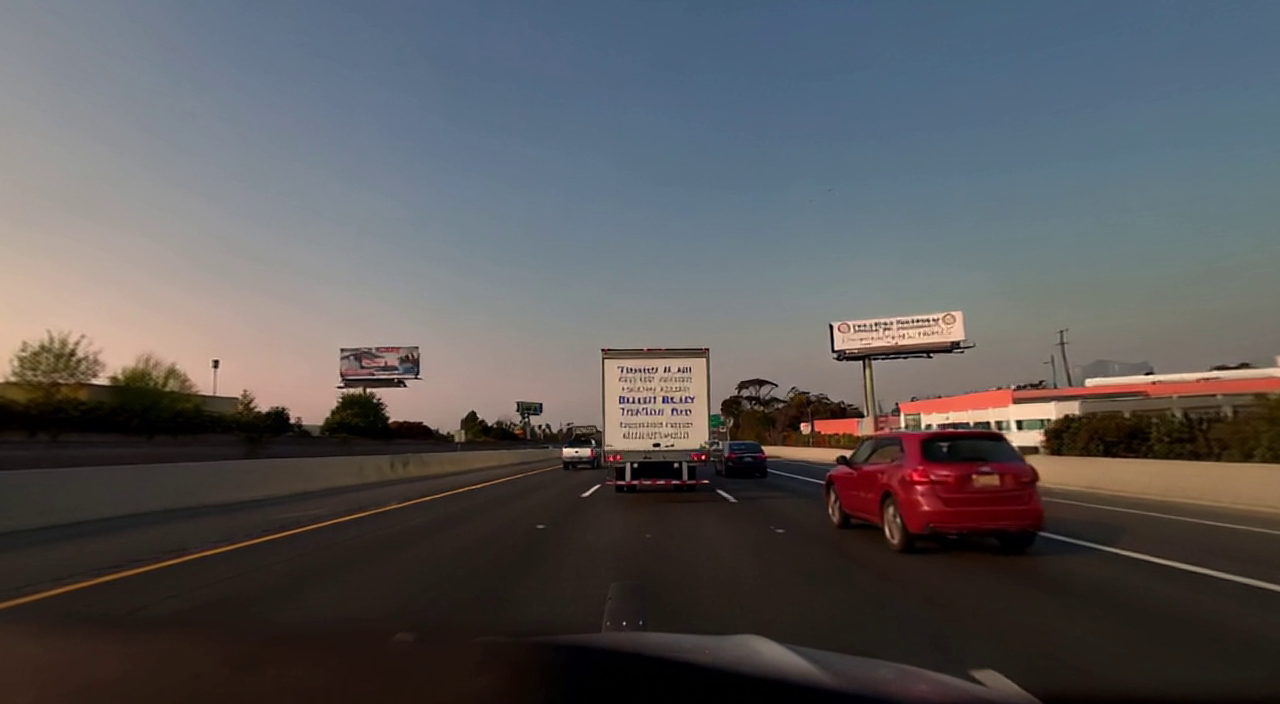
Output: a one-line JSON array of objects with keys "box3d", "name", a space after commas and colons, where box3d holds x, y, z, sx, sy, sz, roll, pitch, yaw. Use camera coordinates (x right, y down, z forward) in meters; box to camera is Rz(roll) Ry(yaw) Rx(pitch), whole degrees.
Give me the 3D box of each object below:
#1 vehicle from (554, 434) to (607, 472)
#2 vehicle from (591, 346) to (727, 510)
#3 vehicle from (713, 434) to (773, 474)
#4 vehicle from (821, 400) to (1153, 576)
[{"box3d": [-2.892, 5.029, 31.646, 2.030, 1.757, 4.509, -1, -8, 3], "name": "vehicle"}, {"box3d": [0.442, 2.124, 17.109, 2.733, 3.296, 8.571, -1, -8, 1], "name": "vehicle"}, {"box3d": [4.704, 4.717, 29.443, 2.066, 1.692, 4.339, 0, -8, 0], "name": "vehicle"}, {"box3d": [4.062, 1.649, 8.456, 1.986, 1.718, 4.296, 0, -8, 0], "name": "vehicle"}]
